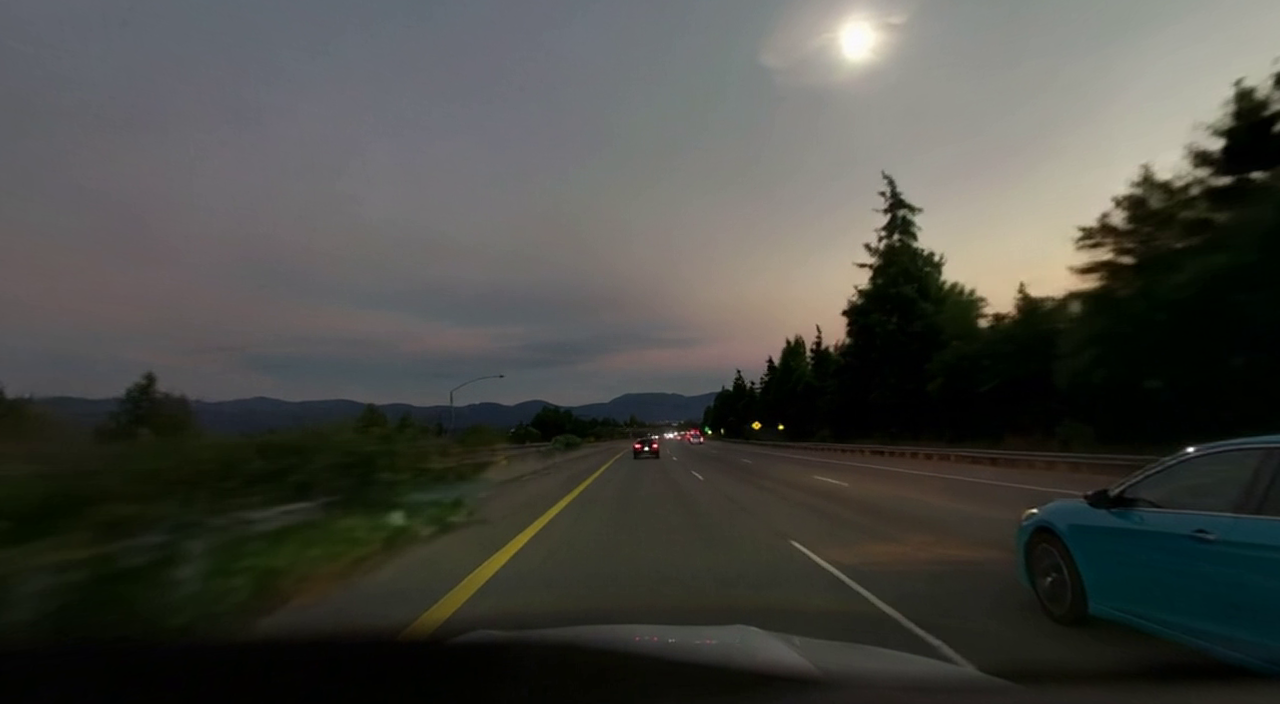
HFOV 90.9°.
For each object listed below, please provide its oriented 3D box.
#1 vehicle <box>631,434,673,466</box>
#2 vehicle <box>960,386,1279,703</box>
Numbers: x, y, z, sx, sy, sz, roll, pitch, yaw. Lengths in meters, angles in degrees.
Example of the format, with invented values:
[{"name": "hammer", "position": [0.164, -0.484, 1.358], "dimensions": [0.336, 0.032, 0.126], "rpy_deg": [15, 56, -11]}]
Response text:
[{"name": "vehicle", "position": [0.578, 5.053, 32.723], "dimensions": [2.046, 1.526, 3.903], "rpy_deg": [0, -8, 0]}, {"name": "vehicle", "position": [3.474, 0.888, 2.555], "dimensions": [1.981, 1.467, 4.459], "rpy_deg": [0, -8, 0]}]
